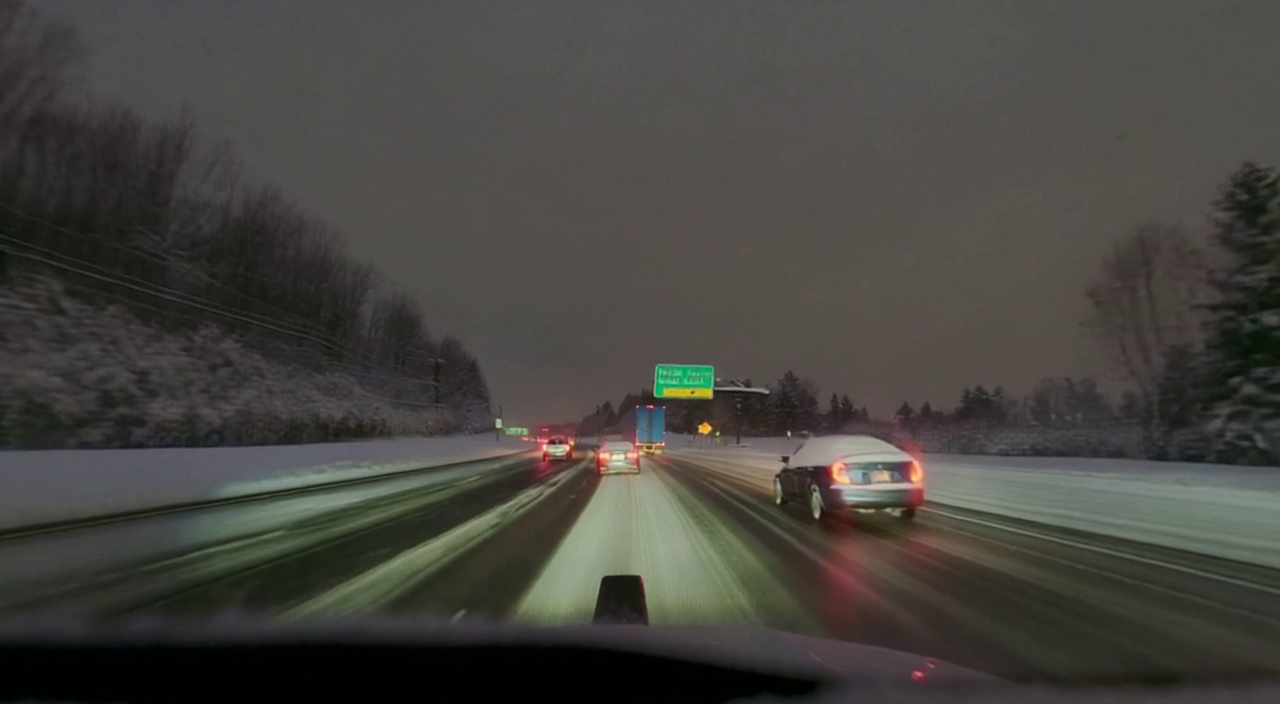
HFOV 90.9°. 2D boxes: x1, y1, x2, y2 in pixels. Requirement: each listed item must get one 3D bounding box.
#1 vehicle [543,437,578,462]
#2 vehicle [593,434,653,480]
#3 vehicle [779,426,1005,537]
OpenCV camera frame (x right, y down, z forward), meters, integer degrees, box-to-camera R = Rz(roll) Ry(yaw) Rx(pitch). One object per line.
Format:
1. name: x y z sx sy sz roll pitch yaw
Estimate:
1. vehicle: -5.215 6.485 41.962 2.072 1.512 4.043 0 -8 -4
2. vehicle: -0.635 3.850 23.295 2.020 1.516 3.951 0 -9 -2
3. vehicle: 3.902 2.080 10.761 1.971 1.472 4.301 0 -8 -1
